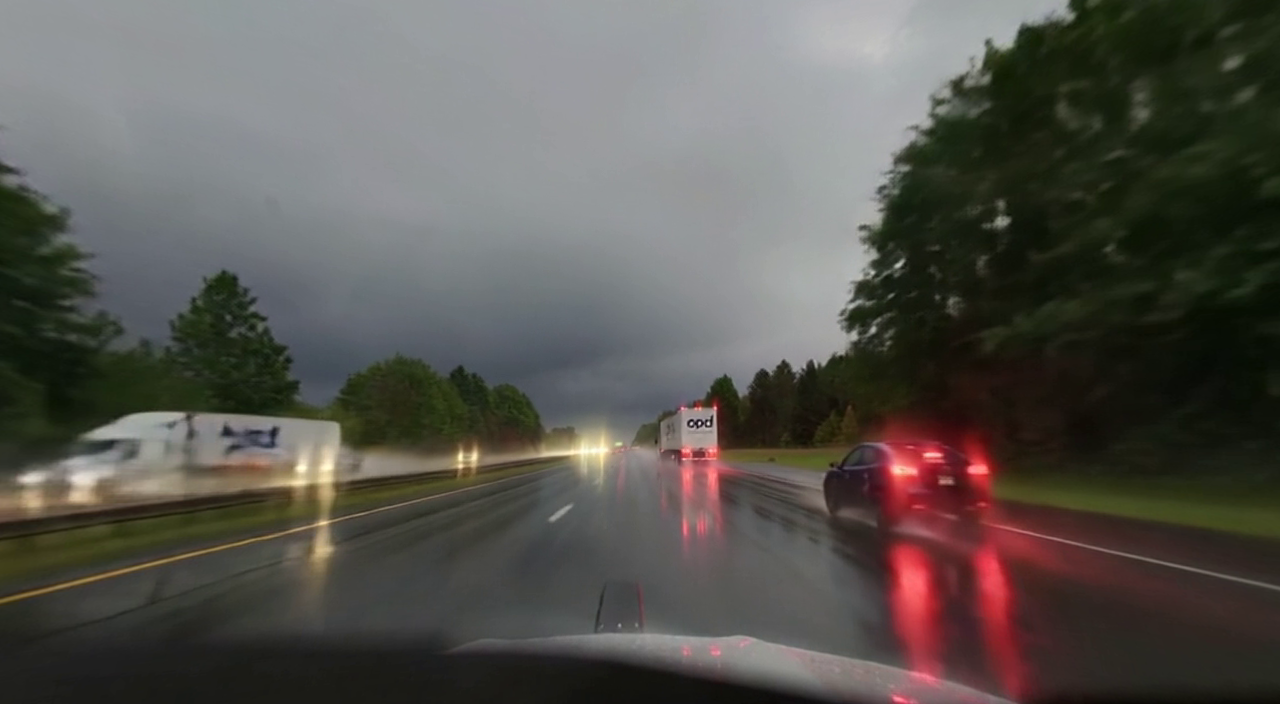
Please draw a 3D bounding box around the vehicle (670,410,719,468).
[{"bbox_3d":[3.895,6.555,46.911,2.856,3.933,8.334,0,-9,0],"label":"vehicle"}]

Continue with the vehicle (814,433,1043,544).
[{"bbox_3d":[4.457,2.150,10.486,1.910,1.474,3.776,0,-9,-2],"label":"vehicle"}]

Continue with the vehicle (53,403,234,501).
[{"bbox_3d":[-21.415,4.377,27.695,2.936,3.817,5.912,0,-9,0],"label":"vehicle"}]

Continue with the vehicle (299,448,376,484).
[{"bbox_3d":[-17.062,6.425,35.785,2.063,1.857,4.825,0,-9,-1],"label":"vehicle"}]
